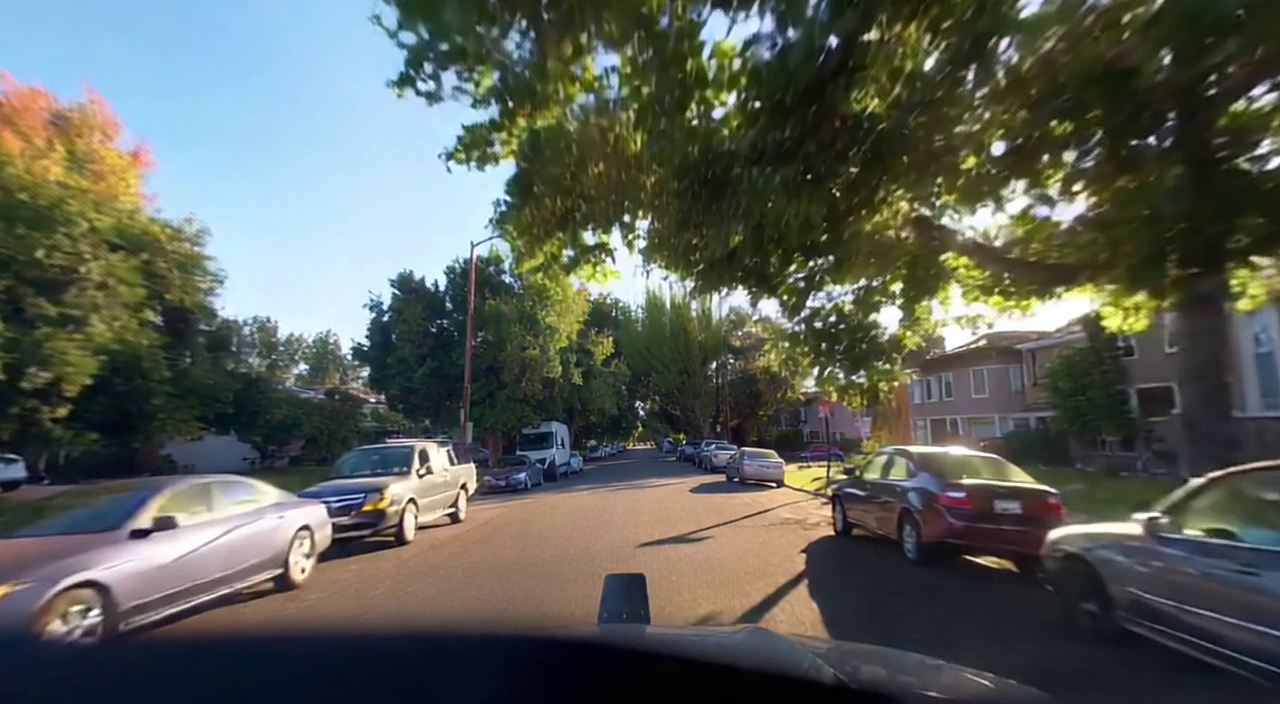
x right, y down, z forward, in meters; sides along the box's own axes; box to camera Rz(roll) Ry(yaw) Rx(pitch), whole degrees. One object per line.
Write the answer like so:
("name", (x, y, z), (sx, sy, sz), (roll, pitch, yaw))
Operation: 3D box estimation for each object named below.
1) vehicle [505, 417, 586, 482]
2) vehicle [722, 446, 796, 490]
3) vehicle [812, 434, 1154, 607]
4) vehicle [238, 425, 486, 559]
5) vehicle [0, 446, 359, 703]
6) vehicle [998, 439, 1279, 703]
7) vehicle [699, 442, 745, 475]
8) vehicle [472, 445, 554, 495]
("vehicle", (-4.320, 4.609, 29.853), (2.470, 2.613, 5.989), (-4, -9, 4))
("vehicle", (4.263, 4.206, 23.180), (1.846, 1.351, 4.272), (2, -8, -1))
("vehicle", (4.121, 2.033, 8.669), (2.068, 1.532, 4.663), (5, -8, 0))
("vehicle", (-4.600, 2.372, 11.591), (2.154, 1.796, 5.294), (-2, -8, 0))
("vehicle", (-4.651, 1.695, 5.803), (2.008, 1.524, 4.602), (-1, -8, 0))
("vehicle", (4.170, 1.230, 3.427), (1.852, 1.487, 4.327), (0, -8, 0))
("vehicle", (4.211, 5.537, 32.961), (1.839, 1.520, 4.498), (3, -8, 1))
("vehicle", (-4.680, 4.381, 23.860), (2.023, 1.568, 4.942), (-3, -9, 1))
